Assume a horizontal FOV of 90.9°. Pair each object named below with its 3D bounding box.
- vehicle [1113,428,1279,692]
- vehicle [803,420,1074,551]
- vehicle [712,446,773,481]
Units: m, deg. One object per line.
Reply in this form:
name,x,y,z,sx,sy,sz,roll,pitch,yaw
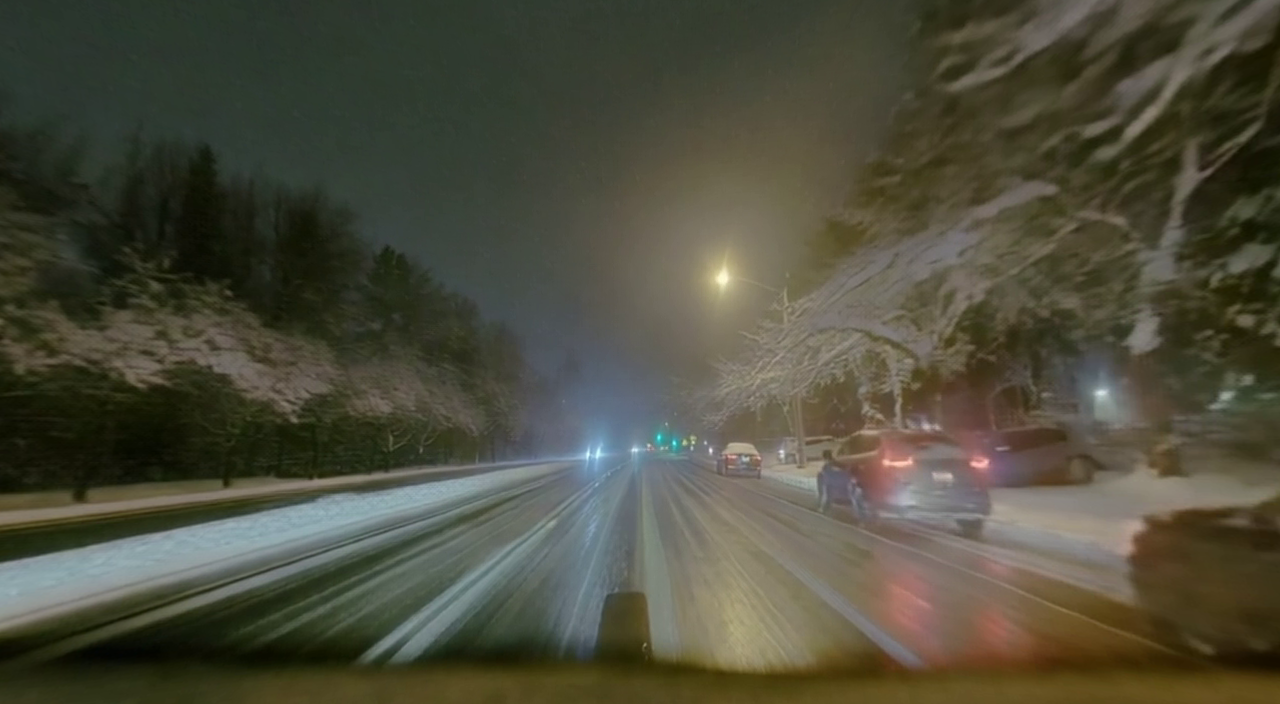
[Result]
vehicle,4.657,1.035,2.512,1.920,1.514,4.746,0,-9,1
vehicle,4.625,2.152,10.886,2.205,1.728,4.855,0,-9,-1
vehicle,4.779,5.287,30.217,2.184,1.496,4.615,0,-9,0
